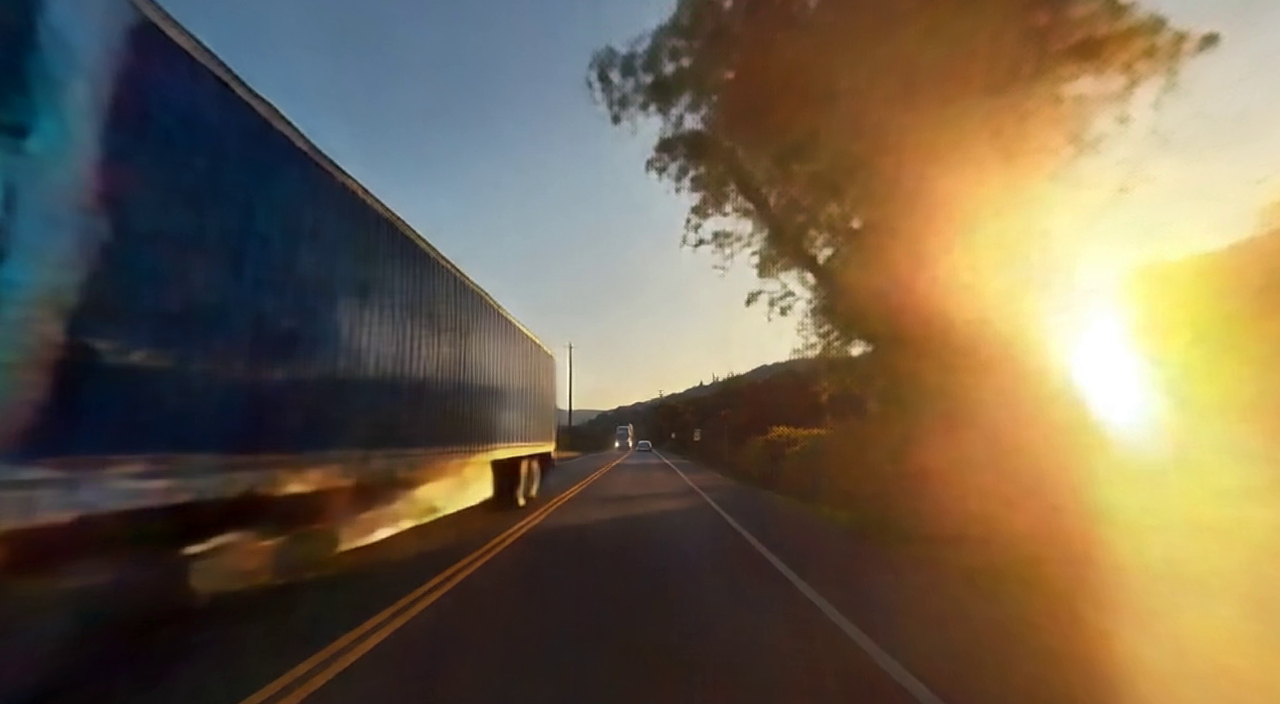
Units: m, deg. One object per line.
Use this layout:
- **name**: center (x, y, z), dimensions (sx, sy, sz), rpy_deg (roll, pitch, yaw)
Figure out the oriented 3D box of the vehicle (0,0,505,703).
- **vehicle**: center (-4.050, 0.386, 6.298), dimensions (2.844, 3.959, 11.140), rpy_deg (0, -8, 1)
